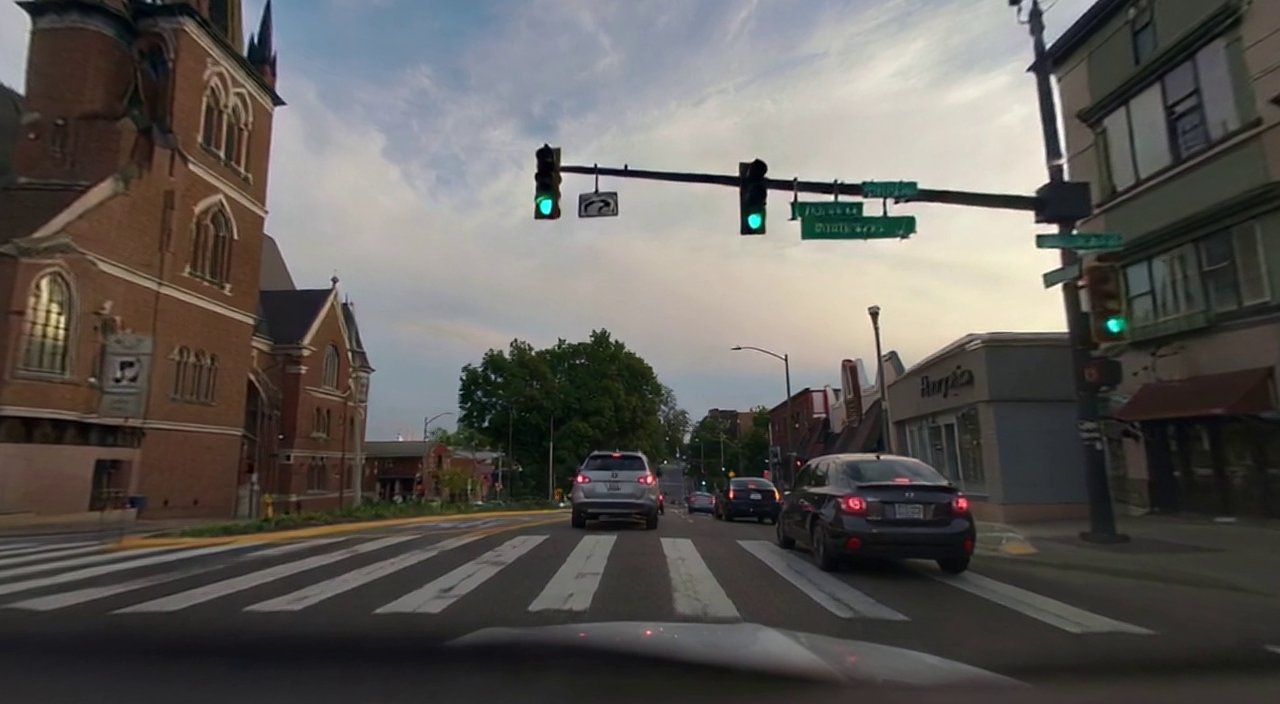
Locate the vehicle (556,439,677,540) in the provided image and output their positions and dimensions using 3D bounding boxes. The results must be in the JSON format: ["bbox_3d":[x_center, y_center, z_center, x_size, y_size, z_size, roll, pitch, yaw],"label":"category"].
[{"bbox_3d":[-0.436,2.774,13.461,2.168,1.776,4.135,0,-8,0],"label":"vehicle"}]

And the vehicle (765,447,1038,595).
[{"bbox_3d":[3.152,2.091,8.818,1.883,1.472,4.471,0,-8,0],"label":"vehicle"}]

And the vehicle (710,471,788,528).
[{"bbox_3d":[3.461,4.750,20.766,1.890,1.491,4.166,0,-8,1],"label":"vehicle"}]
